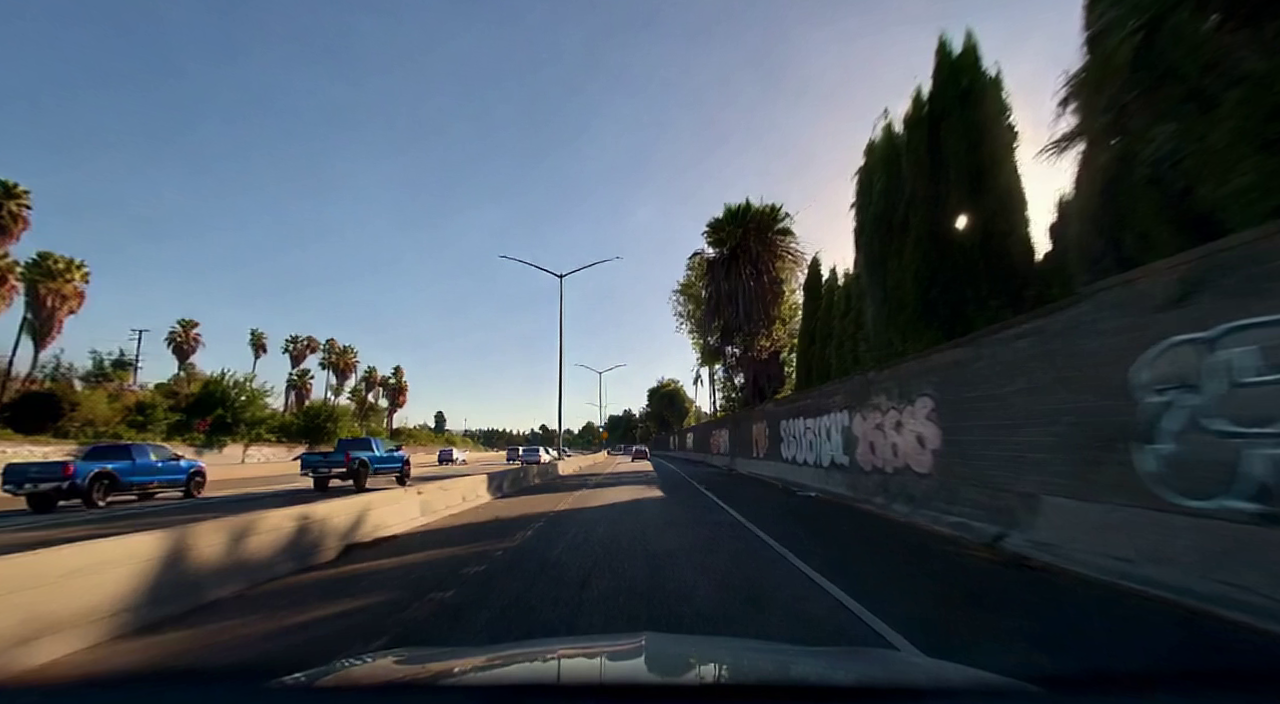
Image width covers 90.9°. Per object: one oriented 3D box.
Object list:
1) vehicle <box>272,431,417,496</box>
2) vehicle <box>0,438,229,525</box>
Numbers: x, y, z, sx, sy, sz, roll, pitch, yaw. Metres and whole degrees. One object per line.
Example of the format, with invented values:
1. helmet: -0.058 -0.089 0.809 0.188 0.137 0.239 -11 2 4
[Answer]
1. vehicle: -10.201 3.891 22.474 2.342 1.999 5.594 0 -8 1
2. vehicle: -14.199 3.276 16.848 2.272 1.882 5.941 0 -8 1
